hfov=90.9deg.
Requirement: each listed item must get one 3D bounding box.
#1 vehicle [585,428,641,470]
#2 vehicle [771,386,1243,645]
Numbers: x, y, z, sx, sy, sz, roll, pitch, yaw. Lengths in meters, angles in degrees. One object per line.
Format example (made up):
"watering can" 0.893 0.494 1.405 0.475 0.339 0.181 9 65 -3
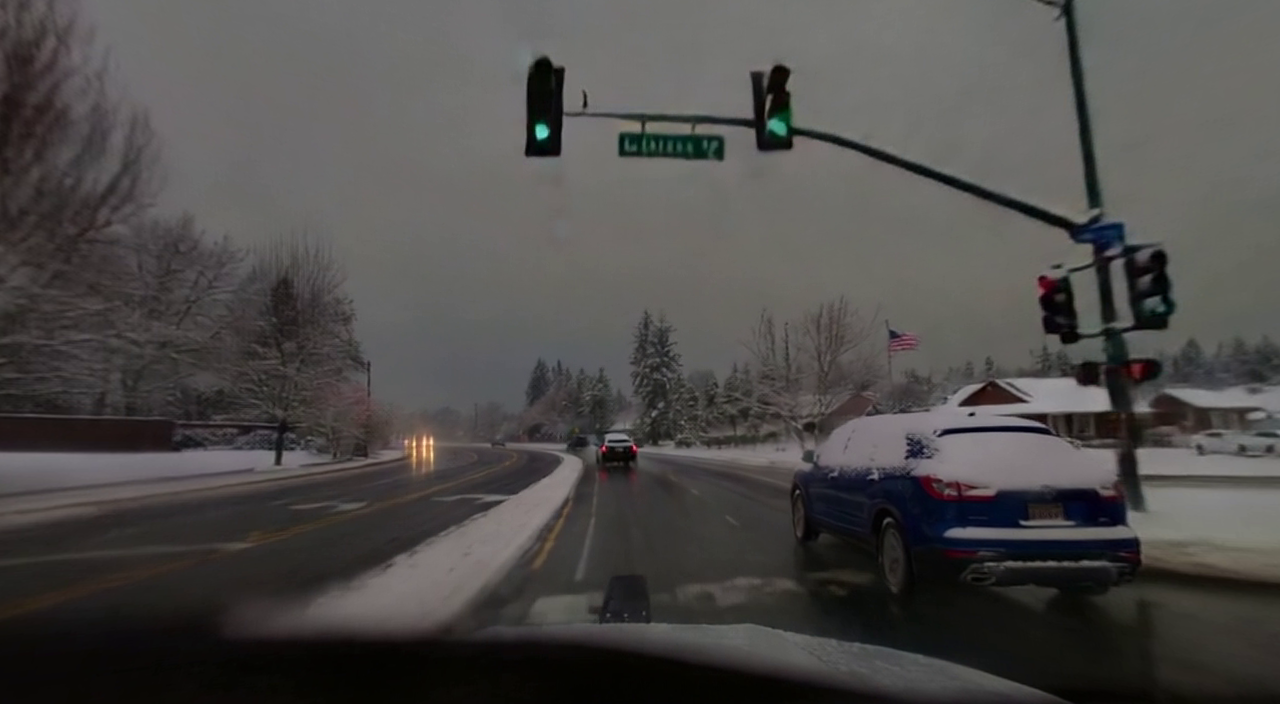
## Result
"vehicle" -1.393 4.687 30.675 2.185 1.822 4.583 2 -8 -9
"vehicle" 2.898 1.393 6.500 2.024 1.686 4.588 1 -8 -1
